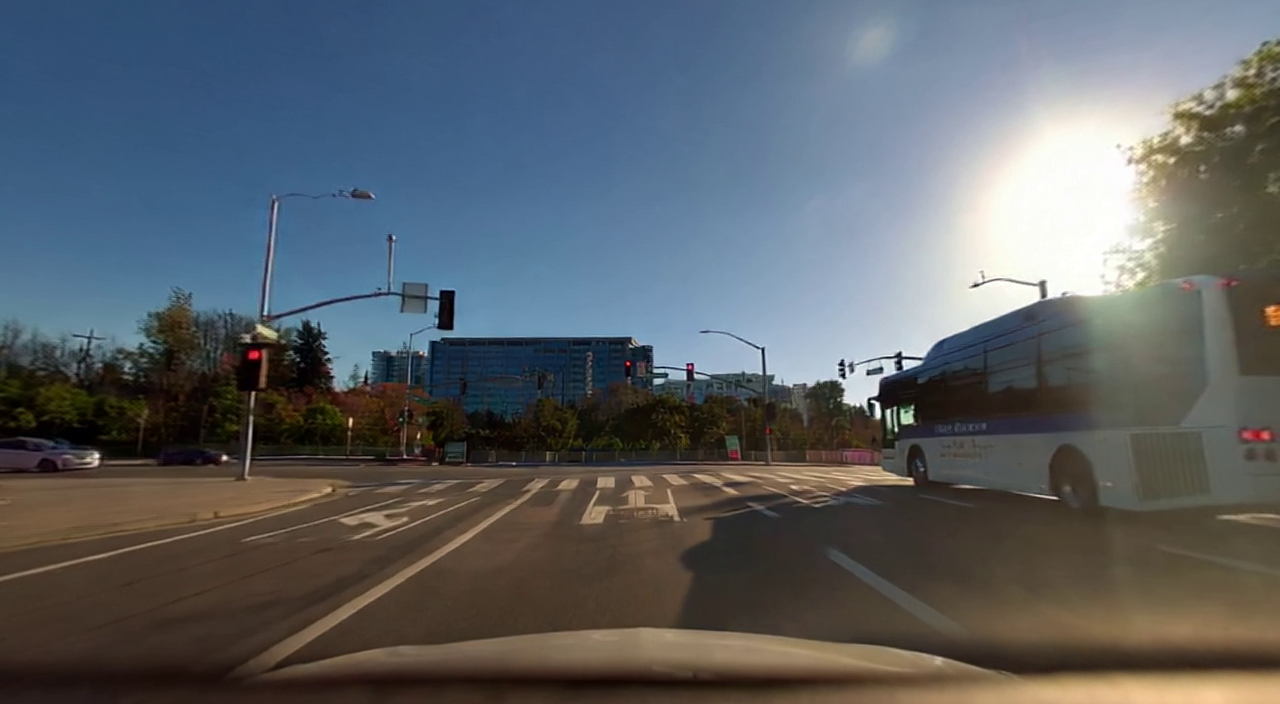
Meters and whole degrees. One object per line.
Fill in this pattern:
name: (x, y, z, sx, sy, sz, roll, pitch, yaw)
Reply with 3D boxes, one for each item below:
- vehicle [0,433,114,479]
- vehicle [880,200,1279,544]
vehicle: (-23.906, 4.005, 24.342, 5.014, 1.675, 1.906, 3, -9, -20)
vehicle: (8.976, 1.155, 13.846, 2.916, 4.009, 13.397, -1, -9, 4)
